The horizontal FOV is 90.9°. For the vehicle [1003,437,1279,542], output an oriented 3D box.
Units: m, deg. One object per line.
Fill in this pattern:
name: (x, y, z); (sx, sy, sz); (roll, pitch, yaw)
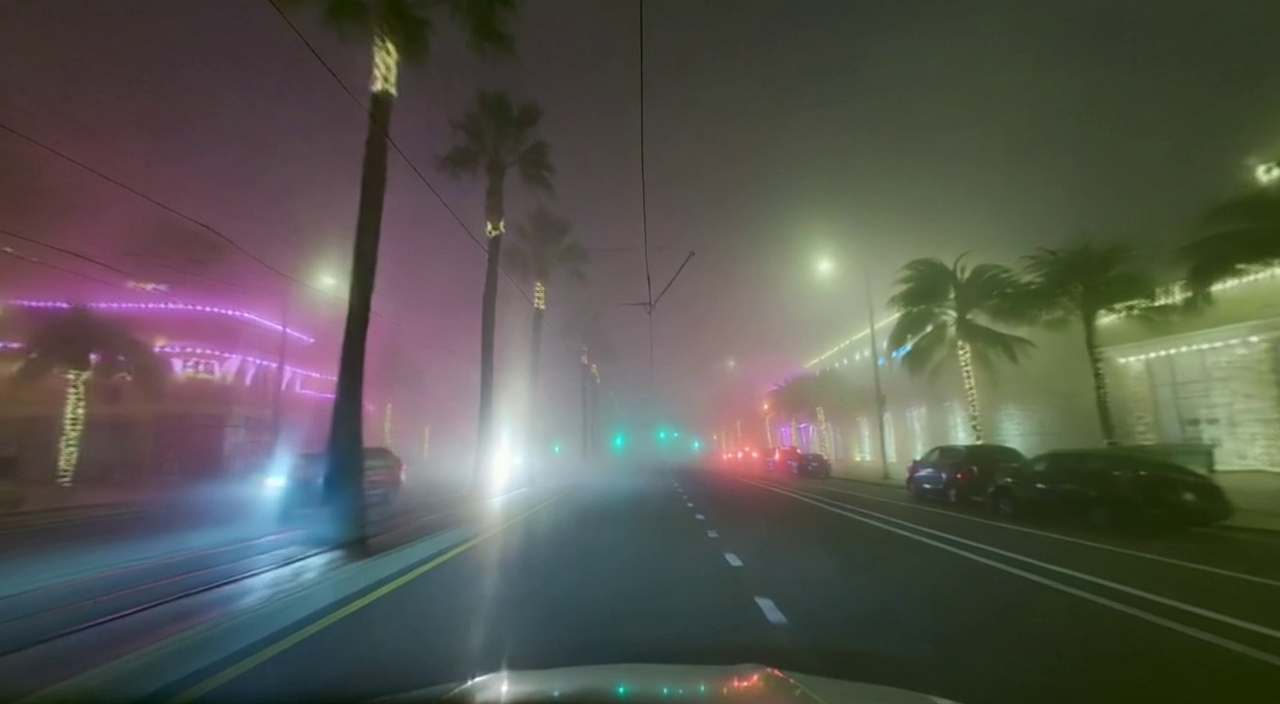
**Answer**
vehicle: (8.660, 2.283, 11.164); (1.816, 1.488, 4.102); (1, -9, -3)

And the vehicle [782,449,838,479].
vehicle: (8.890, 5.876, 33.300); (1.733, 1.468, 4.326); (0, -9, 0)

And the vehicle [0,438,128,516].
vehicle: (-16.022, 3.109, 15.895); (1.971, 1.818, 4.851); (0, -9, 2)

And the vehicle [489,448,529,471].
vehicle: (-10.233, 8.398, 49.571); (2.042, 1.716, 4.634); (0, -9, 2)

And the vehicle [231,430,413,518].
vehicle: (-7.504, 2.909, 15.548); (2.032, 1.824, 4.557); (0, -9, 1)

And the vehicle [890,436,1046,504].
vehicle: (8.707, 3.155, 17.230); (1.878, 1.605, 4.242); (0, -9, -2)
